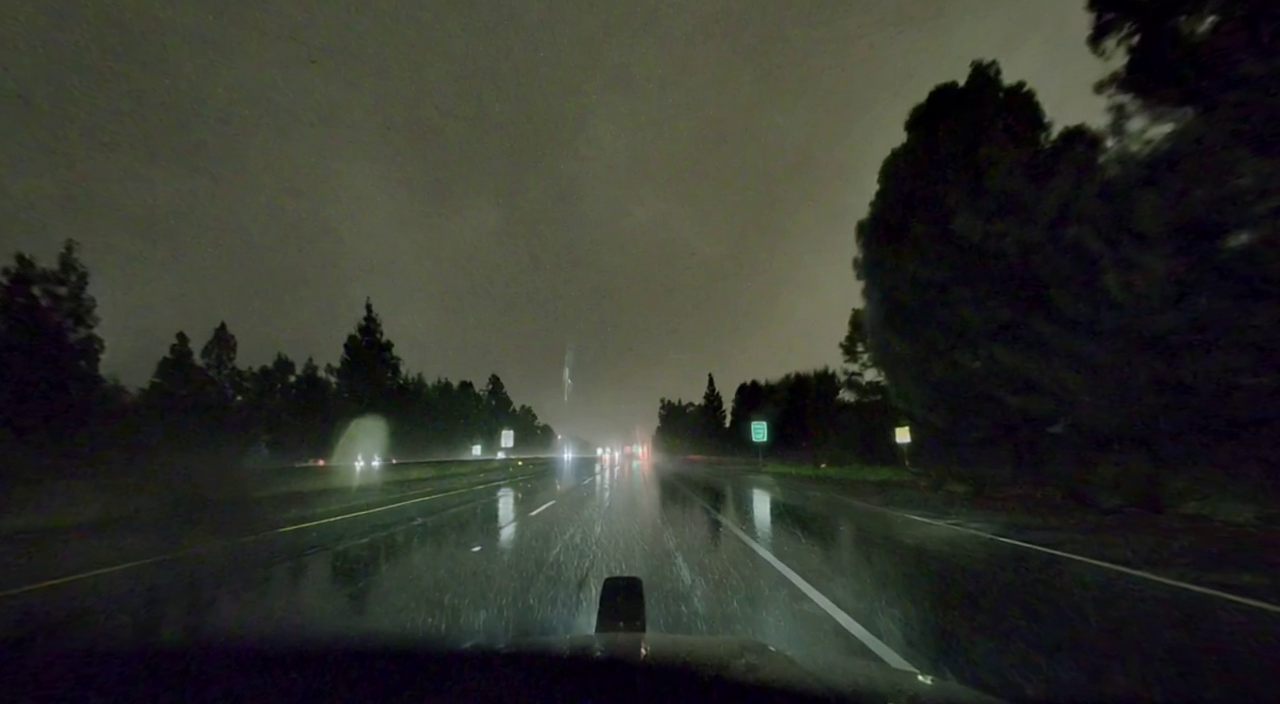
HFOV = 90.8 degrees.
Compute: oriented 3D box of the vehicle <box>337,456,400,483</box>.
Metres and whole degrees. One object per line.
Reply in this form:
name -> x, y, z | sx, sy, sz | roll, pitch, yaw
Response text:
vehicle -> -16.930, 7.329, 39.572 | 1.961, 1.512, 4.406 | 0, -9, 0
